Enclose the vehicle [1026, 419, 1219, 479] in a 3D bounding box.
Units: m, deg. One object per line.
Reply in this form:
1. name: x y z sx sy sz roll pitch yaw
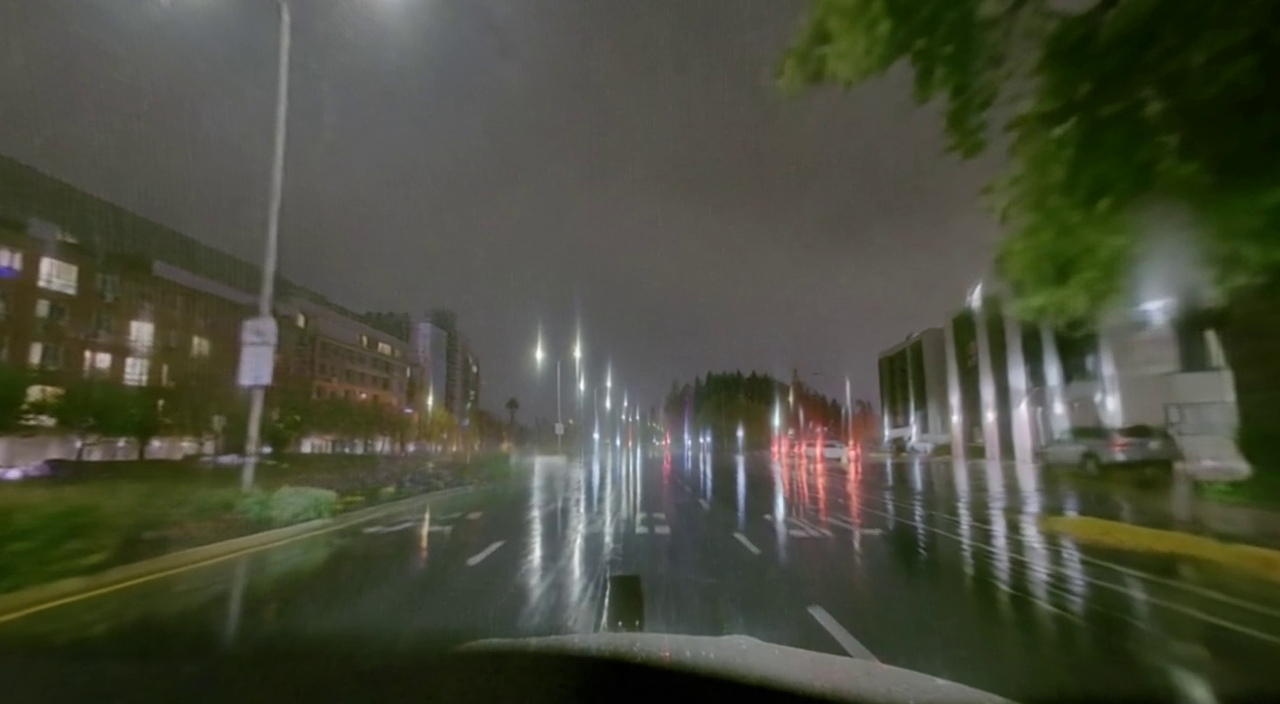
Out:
1. vehicle: 13.611 2.791 18.256 1.879 1.507 4.836 0 -8 2
